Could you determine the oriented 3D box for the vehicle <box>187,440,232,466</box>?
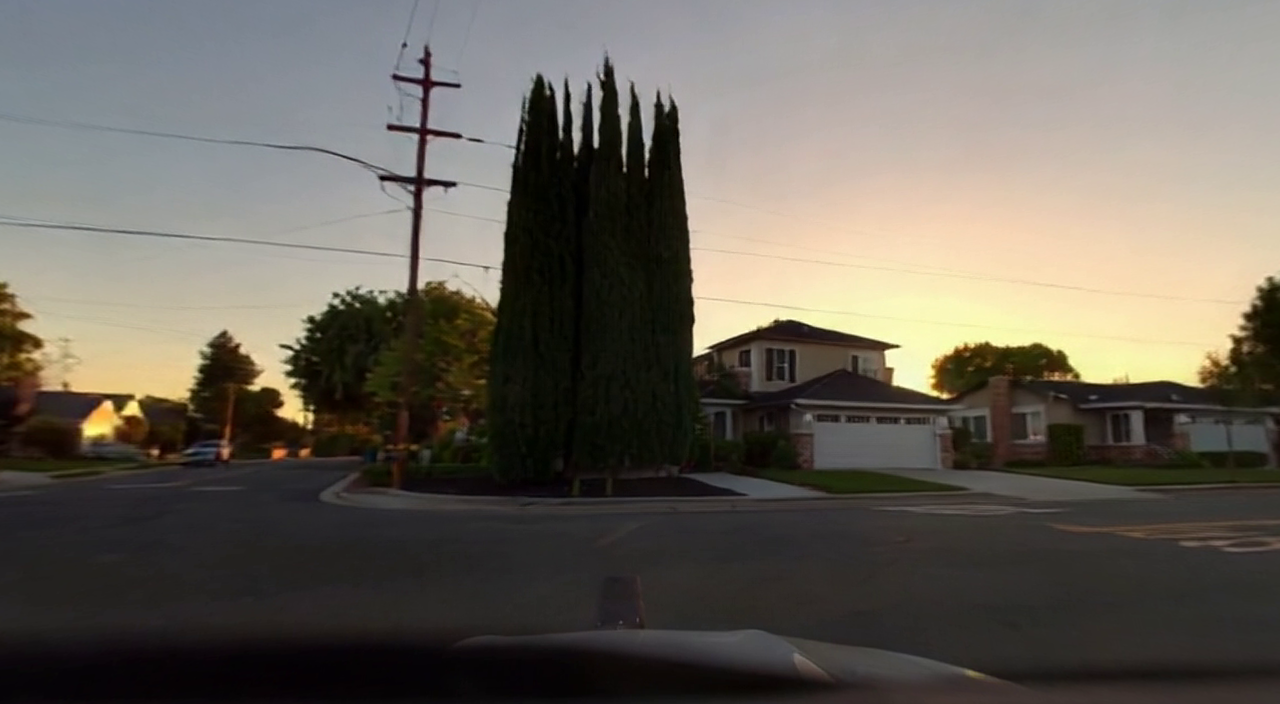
[{"bbox_3d":[-33.366,7.767,48.863,2.434,1.889,5.594,7,-10,-37],"label":"vehicle"}]
